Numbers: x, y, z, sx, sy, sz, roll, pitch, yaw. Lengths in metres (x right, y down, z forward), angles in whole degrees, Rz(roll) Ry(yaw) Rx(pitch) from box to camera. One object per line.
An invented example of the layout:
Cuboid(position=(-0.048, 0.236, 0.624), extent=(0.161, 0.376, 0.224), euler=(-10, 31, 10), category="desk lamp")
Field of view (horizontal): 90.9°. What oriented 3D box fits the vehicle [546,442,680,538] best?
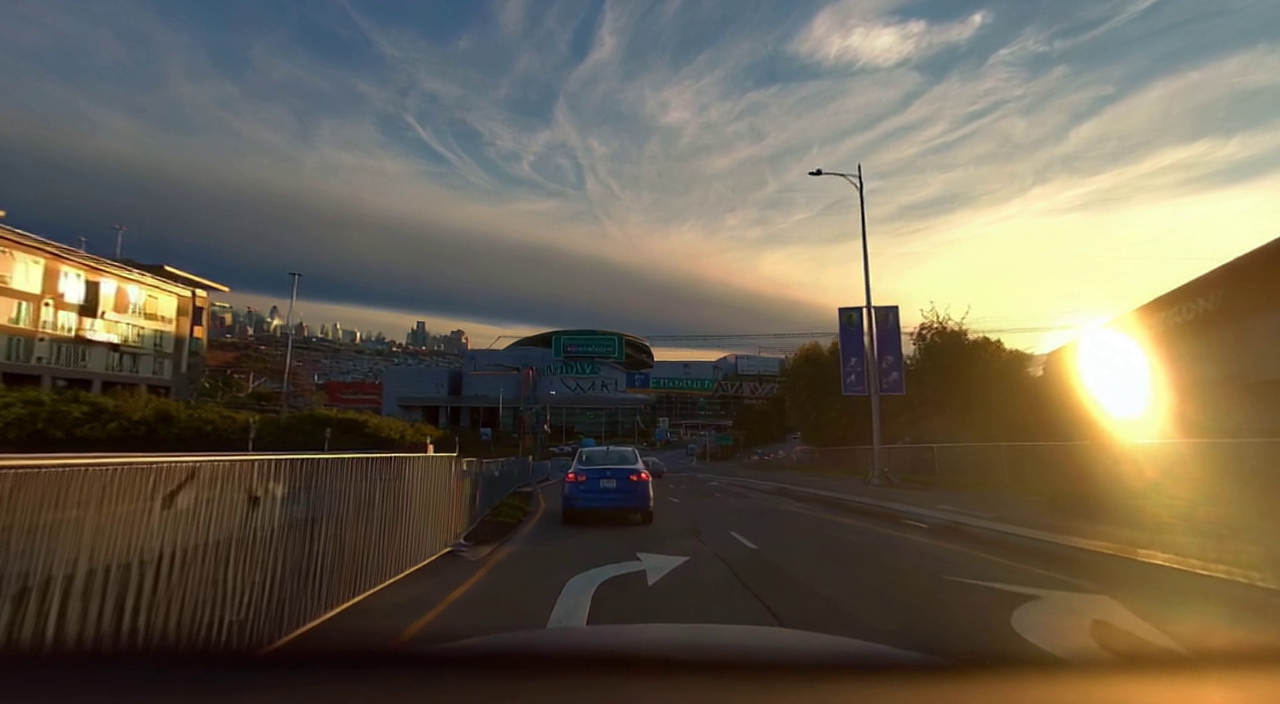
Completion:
Cuboid(position=(-0.529, 2.425, 11.704), extent=(2.063, 1.442, 3.933), euler=(0, -9, -3), category="vehicle")
